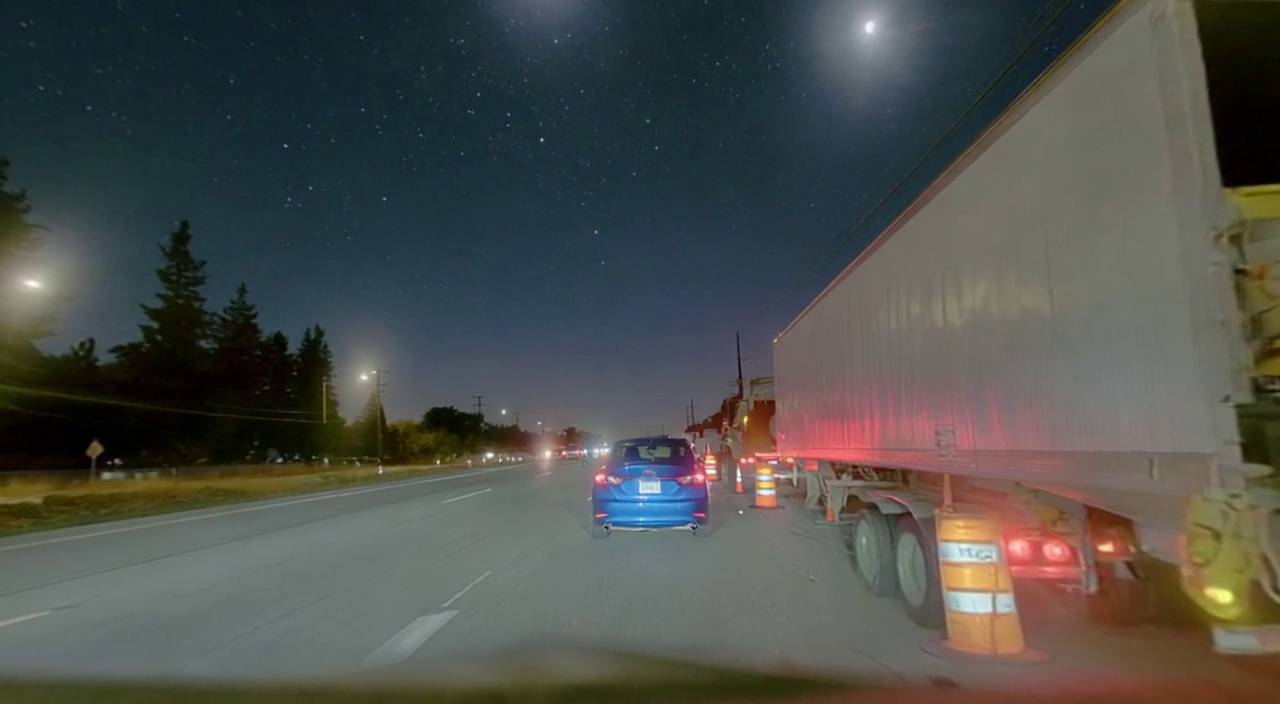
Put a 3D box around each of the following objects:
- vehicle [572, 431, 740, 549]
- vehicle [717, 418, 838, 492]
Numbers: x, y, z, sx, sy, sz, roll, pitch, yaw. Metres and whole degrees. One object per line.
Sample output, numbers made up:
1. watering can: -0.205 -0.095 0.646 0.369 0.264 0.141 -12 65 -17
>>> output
1. vehicle: 0.211 2.071 10.192 2.128 1.473 4.272 0 -8 0
2. vehicle: 4.154 3.288 20.445 2.555 2.017 6.201 0 -8 1
